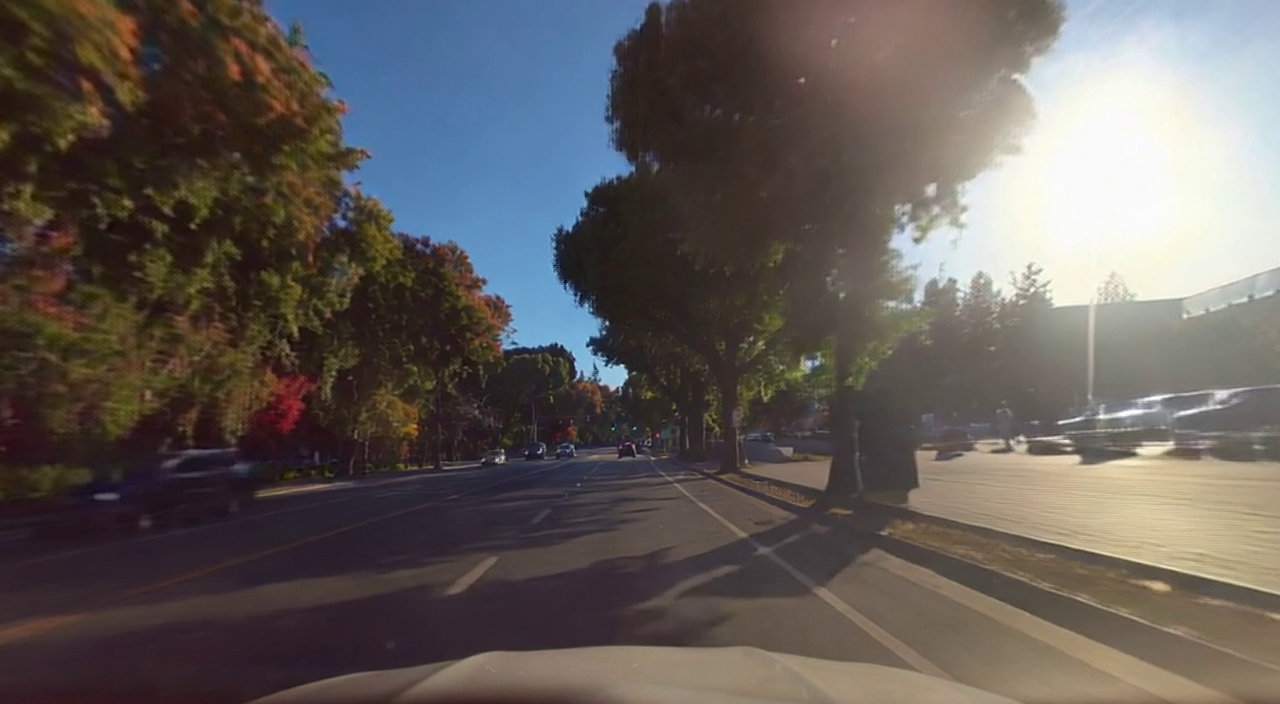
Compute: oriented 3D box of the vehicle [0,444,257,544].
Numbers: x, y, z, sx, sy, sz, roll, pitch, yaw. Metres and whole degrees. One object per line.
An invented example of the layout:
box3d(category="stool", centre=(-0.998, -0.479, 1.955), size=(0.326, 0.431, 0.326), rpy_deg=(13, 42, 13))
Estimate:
box3d(category="vehicle", centre=(-10.573, 2.852, 13.503), size=(2.000, 1.728, 4.510), rpy_deg=(1, -8, -2))
